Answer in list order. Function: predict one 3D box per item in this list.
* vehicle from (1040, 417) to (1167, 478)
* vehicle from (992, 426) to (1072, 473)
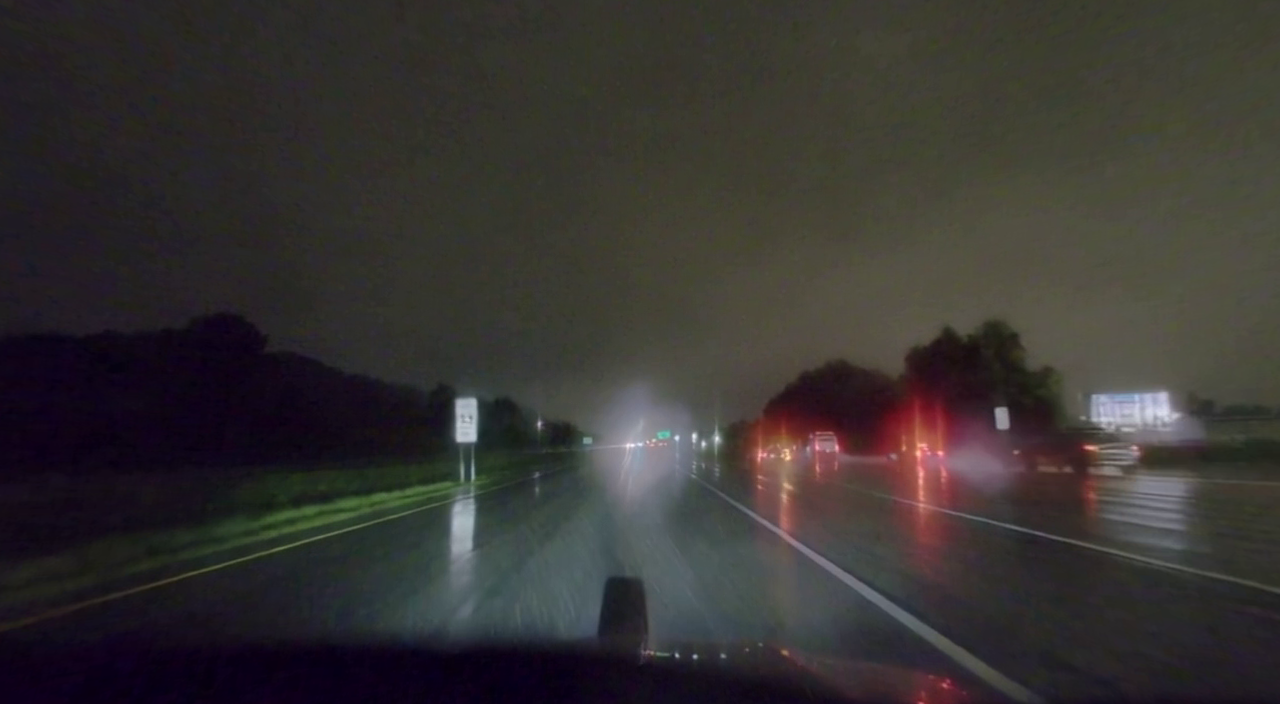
[{"bbox_3d":[28.562,5.931,39.303,3.011,3.466,6.286,0,-8,1],"label":"vehicle"},{"bbox_3d":[28.780,7.175,46.539,2.644,3.246,4.908,0,-8,1],"label":"vehicle"}]
